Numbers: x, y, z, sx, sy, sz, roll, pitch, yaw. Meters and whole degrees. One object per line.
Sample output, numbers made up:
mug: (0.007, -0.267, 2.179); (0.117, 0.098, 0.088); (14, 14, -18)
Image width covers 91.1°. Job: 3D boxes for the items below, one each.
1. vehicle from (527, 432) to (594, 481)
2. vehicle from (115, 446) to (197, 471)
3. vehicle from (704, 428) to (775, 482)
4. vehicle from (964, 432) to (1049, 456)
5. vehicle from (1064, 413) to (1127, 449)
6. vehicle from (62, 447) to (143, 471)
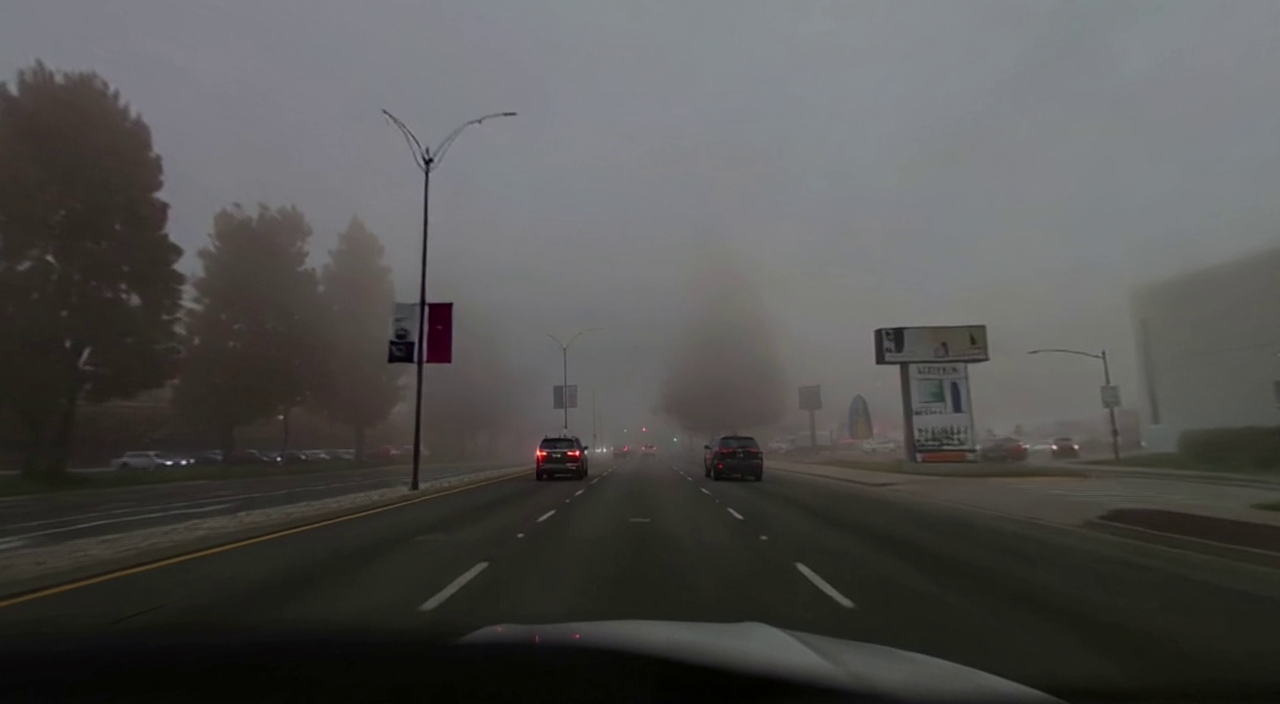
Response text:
vehicle: (-3.043, 4.128, 25.006); (2.014, 1.775, 4.404); (0, -9, 1)
vehicle: (-36.451, 8.012, 47.463); (2.102, 1.730, 5.018); (0, -8, 1)
vehicle: (3.824, 4.048, 24.877); (2.024, 1.921, 4.431); (0, -9, -1)
vehicle: (27.081, 6.825, 46.508); (4.699, 1.608, 2.379); (-1, -10, -1)
vehicle: (33.626, 5.864, 46.388); (2.852, 2.462, 2.062); (-1, -9, 0)
vehicle: (-40.338, 7.986, 47.253); (2.021, 1.699, 4.499); (0, -8, 2)
